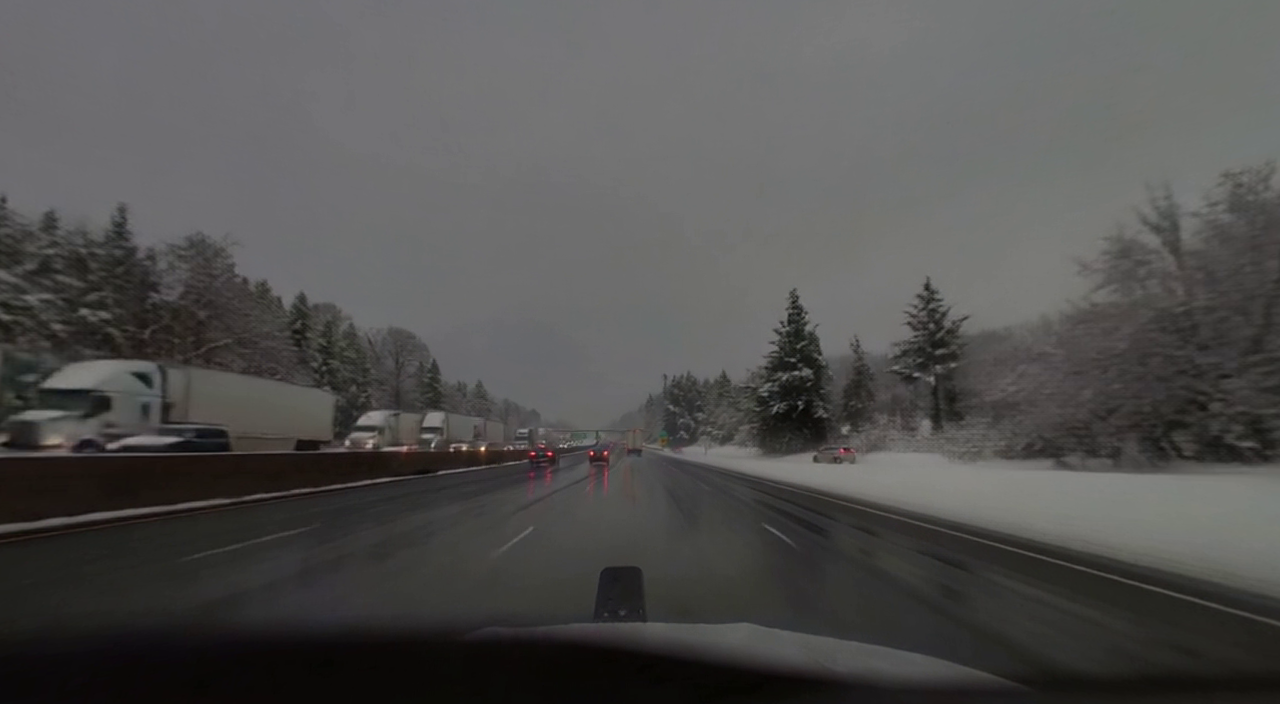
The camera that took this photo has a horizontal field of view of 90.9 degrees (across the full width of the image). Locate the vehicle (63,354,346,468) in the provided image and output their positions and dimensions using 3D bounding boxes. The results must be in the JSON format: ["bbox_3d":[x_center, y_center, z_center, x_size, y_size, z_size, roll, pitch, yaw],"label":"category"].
[{"bbox_3d":[-18.508,3.163,29.175,2.834,3.974,14.371,0,-9,0],"label":"vehicle"}]

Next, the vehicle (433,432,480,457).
[{"bbox_3d":[-14.069,7.185,48.572,2.133,1.816,5.142,0,-9,-1],"label":"vehicle"}]

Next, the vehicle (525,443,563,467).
[{"bbox_3d":[-7.227,7.815,47.887,2.122,1.685,4.714,0,-9,0],"label":"vehicle"}]

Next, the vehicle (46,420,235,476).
[{"bbox_3d":[-14.360,2.834,18.547,2.014,1.444,4.352,0,-9,-1],"label":"vehicle"}]

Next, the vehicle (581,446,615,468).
[{"bbox_3d":[-3.011,7.652,46.058,2.076,1.453,4.094,0,-9,2],"label":"vehicle"}]

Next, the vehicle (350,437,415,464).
[{"bbox_3d":[-14.321,5.515,35.335,1.841,1.428,4.119,0,-9,1],"label":"vehicle"}]

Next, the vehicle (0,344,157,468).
[{"bbox_3d":[-18.473,1.816,20.626,2.963,3.801,2.502,0,-9,0],"label":"vehicle"}]
